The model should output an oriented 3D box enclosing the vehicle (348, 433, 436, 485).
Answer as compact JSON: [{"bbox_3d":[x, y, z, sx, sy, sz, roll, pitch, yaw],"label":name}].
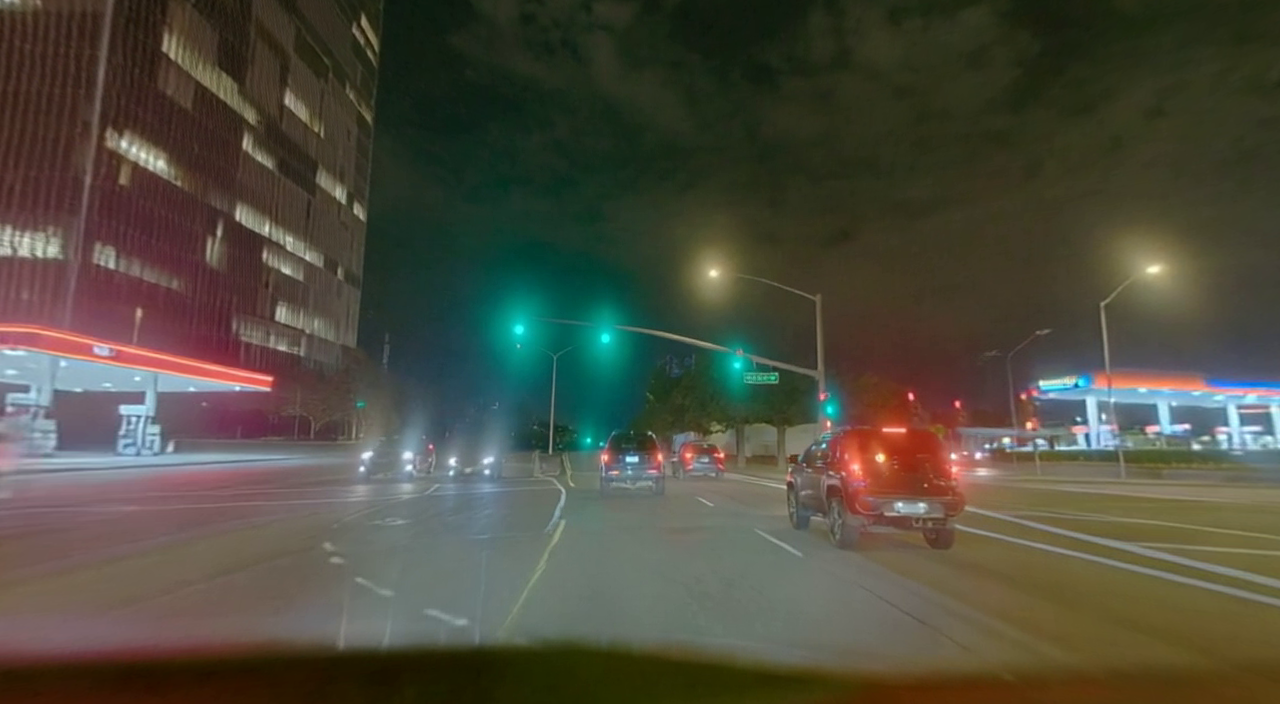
[{"bbox_3d":[-9.219,3.987,23.834,1.992,1.755,4.283,1,-8,-6],"label":"vehicle"}]

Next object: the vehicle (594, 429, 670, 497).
[{"bbox_3d":[-0.320,3.296,19.082,2.051,1.798,4.168,0,-8,-3],"label":"vehicle"}]

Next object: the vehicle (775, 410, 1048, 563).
[{"bbox_3d":[3.603,1.863,9.430,2.000,1.745,4.206,0,-8,-3],"label":"vehicle"}]

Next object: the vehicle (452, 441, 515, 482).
[{"bbox_3d":[-6.325,4.456,25.942,1.987,1.505,4.337,1,-8,-7],"label":"vehicle"}]

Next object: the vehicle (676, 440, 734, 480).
[{"bbox_3d":[2.766,4.698,27.634,1.800,1.592,3.658,1,-8,-6],"label":"vehicle"}]
